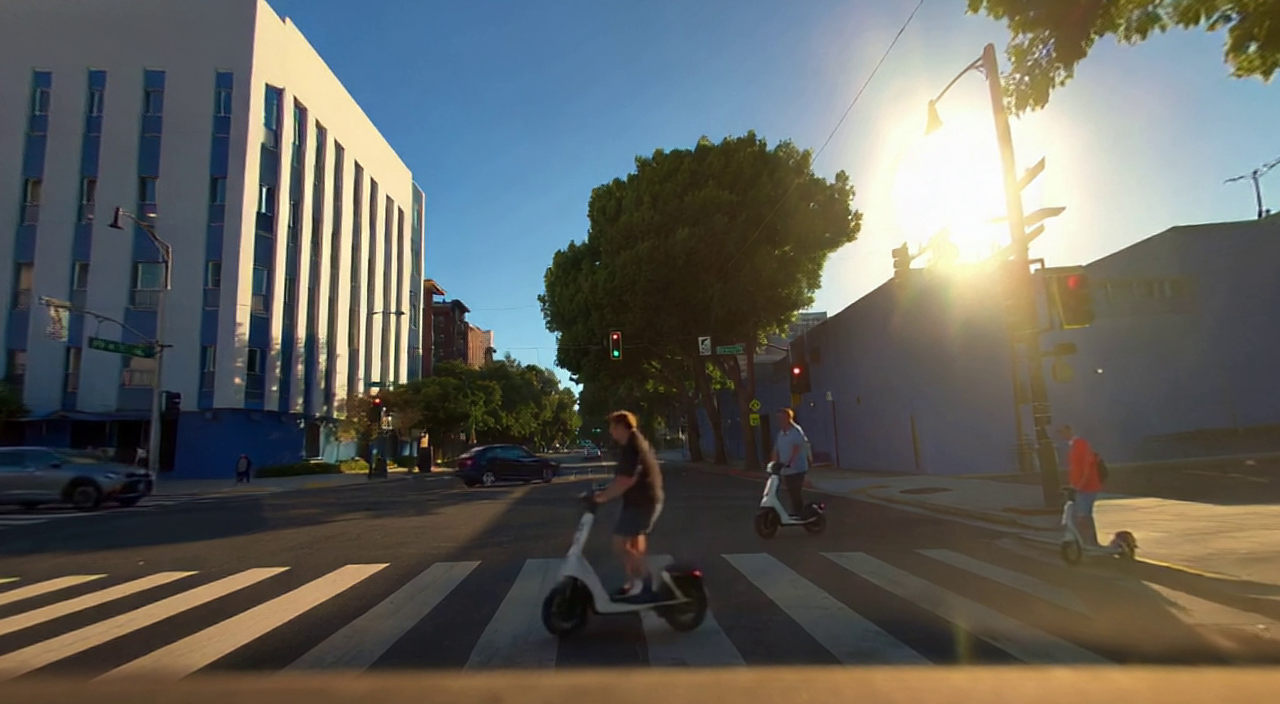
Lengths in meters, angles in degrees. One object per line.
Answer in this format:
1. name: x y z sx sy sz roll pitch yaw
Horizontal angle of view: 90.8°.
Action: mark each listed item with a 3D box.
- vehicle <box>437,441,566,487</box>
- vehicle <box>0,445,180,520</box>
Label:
1. vehicle: -5.408 4.380 25.122 2.051 1.616 4.641 -8 -12 43
2. vehicle: -14.900 3.241 15.952 4.802 1.724 2.122 0 -8 -2
